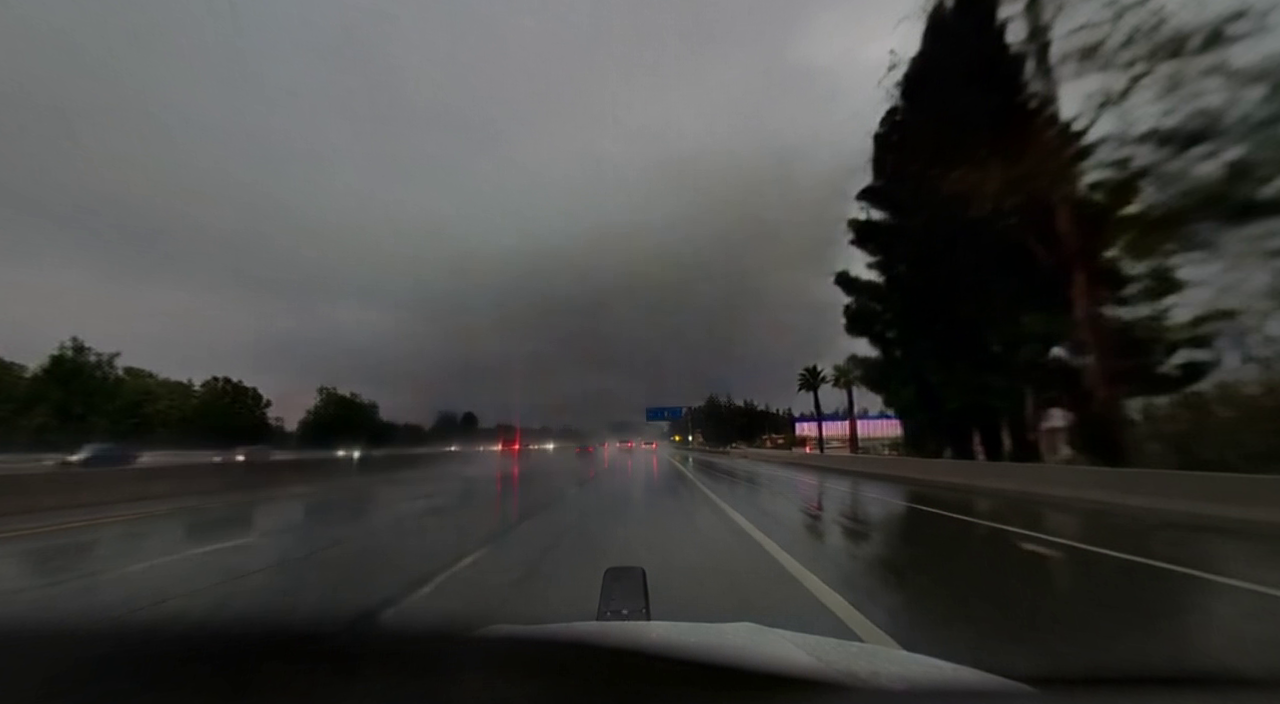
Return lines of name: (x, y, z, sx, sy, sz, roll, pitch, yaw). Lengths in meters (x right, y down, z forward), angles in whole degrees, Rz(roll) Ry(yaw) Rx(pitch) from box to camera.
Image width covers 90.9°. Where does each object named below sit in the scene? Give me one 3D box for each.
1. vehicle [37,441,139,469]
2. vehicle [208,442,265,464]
vehicle: (-35.699, 6.641, 40.975, 2.116, 1.672, 4.940, 0, -8, 0)
vehicle: (-28.235, 7.061, 44.213, 1.602, 1.425, 3.538, 0, -8, -1)
